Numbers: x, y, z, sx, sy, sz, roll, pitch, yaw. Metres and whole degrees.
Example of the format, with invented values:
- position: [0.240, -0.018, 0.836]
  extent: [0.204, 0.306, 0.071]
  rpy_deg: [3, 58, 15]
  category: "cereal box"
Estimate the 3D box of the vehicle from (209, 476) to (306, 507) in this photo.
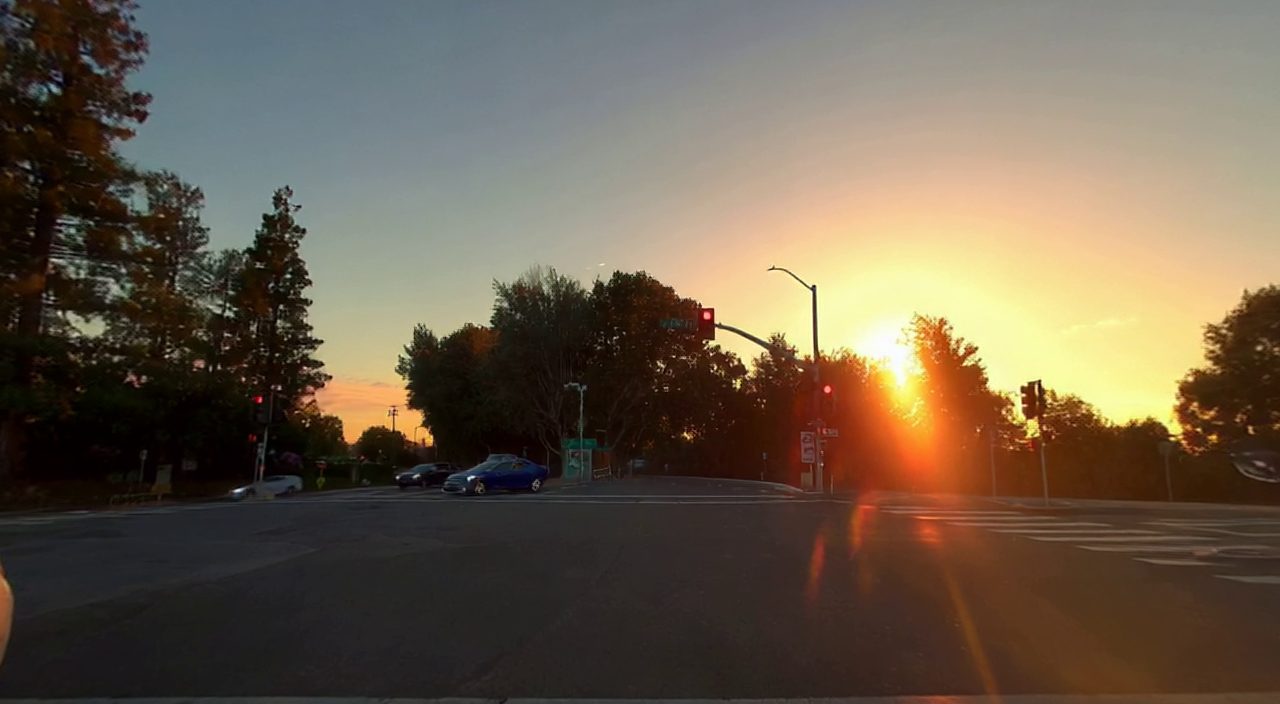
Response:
- position: [-22.650, 8.219, 37.427]
  extent: [4.491, 1.500, 2.029]
  rpy_deg: [8, -12, -43]
  category: "vehicle"

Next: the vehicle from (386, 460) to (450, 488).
- position: [-15.882, 8.759, 45.406]
  extent: [2.050, 1.755, 5.135]
  rpy_deg: [-2, -9, 9]
  category: "vehicle"

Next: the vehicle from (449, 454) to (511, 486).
- position: [-8.043, 5.975, 32.088]
  extent: [1.960, 1.433, 4.213]
  rpy_deg: [0, -8, 1]
  category: "vehicle"

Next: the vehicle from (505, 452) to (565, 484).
- position: [-5.237, 5.850, 32.085]
  extent: [2.107, 1.456, 4.728]
  rpy_deg: [0, -8, 1]
  category: "vehicle"
